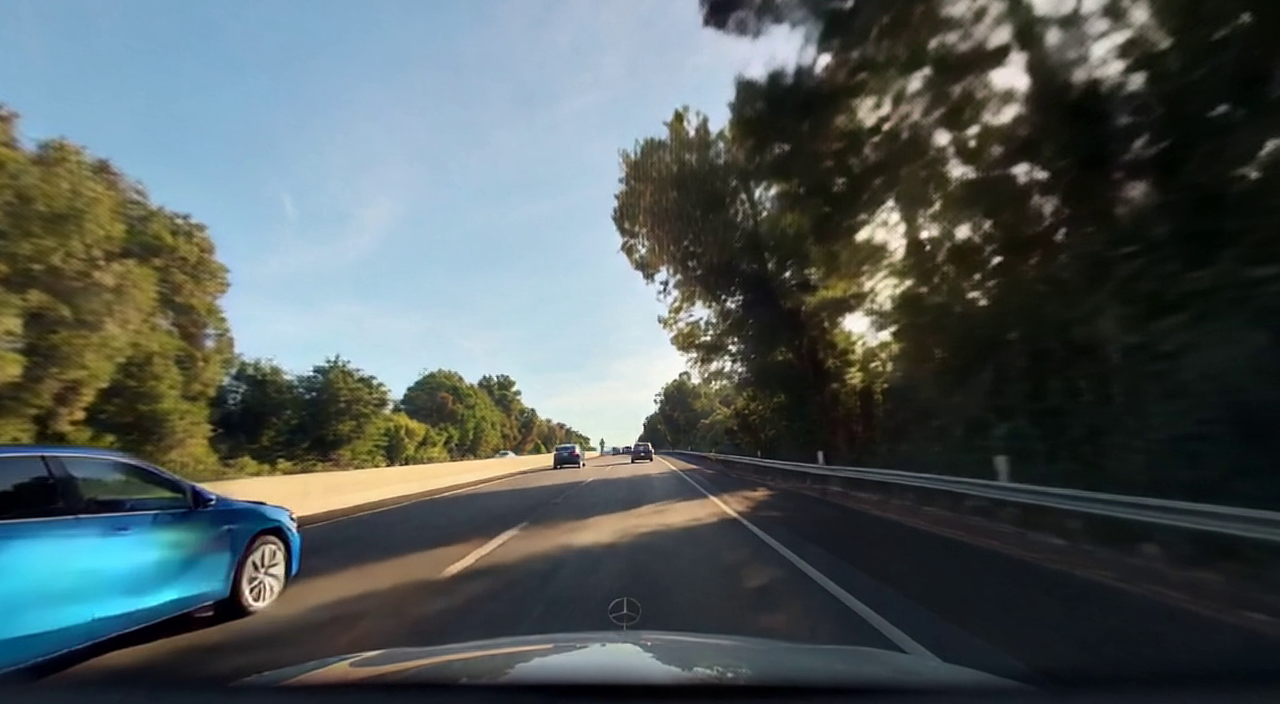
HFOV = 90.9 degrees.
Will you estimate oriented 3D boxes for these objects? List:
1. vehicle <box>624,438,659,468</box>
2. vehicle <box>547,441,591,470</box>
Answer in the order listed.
[{"bbox_3d":[0.076,6.494,40.651,2.126,1.786,3.958,0,-9,0],"label":"vehicle"},{"bbox_3d":[-4.152,6.163,37.675,2.113,1.656,4.215,0,-9,1],"label":"vehicle"}]
